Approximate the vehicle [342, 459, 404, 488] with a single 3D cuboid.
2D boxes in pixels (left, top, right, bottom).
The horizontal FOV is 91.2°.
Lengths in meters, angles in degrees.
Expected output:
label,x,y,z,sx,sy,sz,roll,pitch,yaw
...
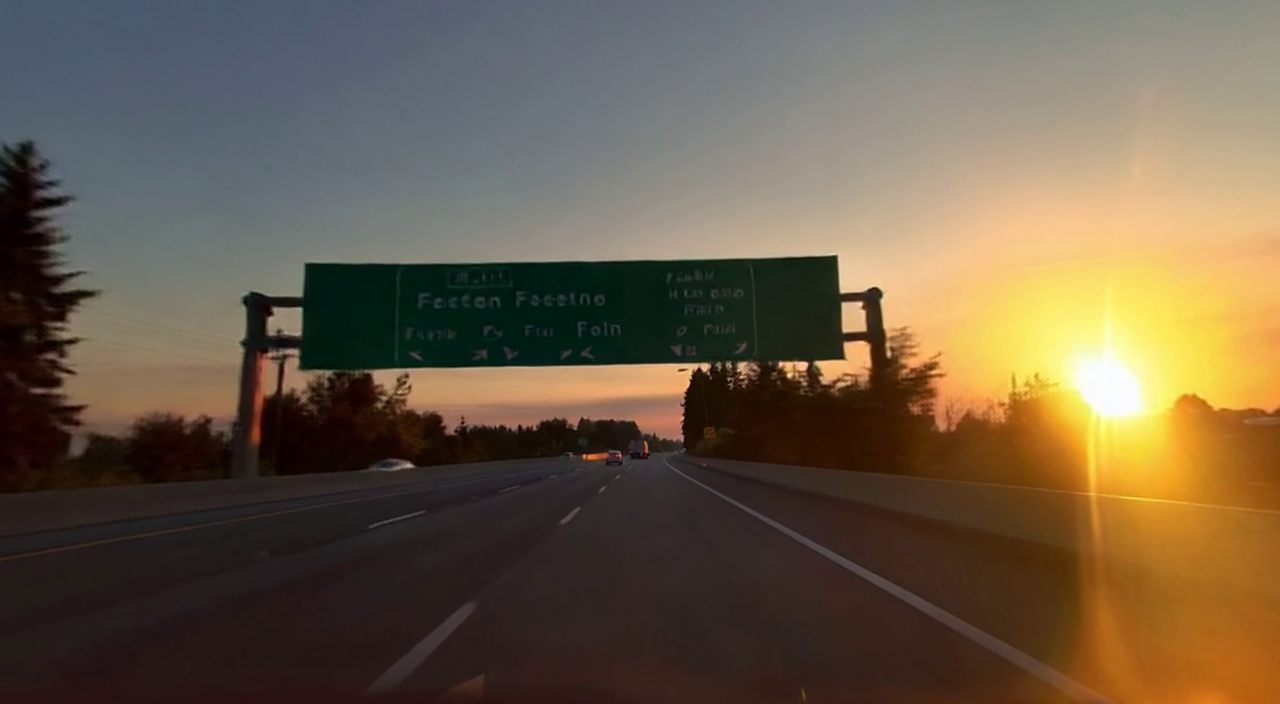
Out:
label,x,y,z,sx,sy,sz,roll,pitch,yaw
vehicle,-14.932,6.788,35.305,1.780,1.447,3.766,0,-9,1
